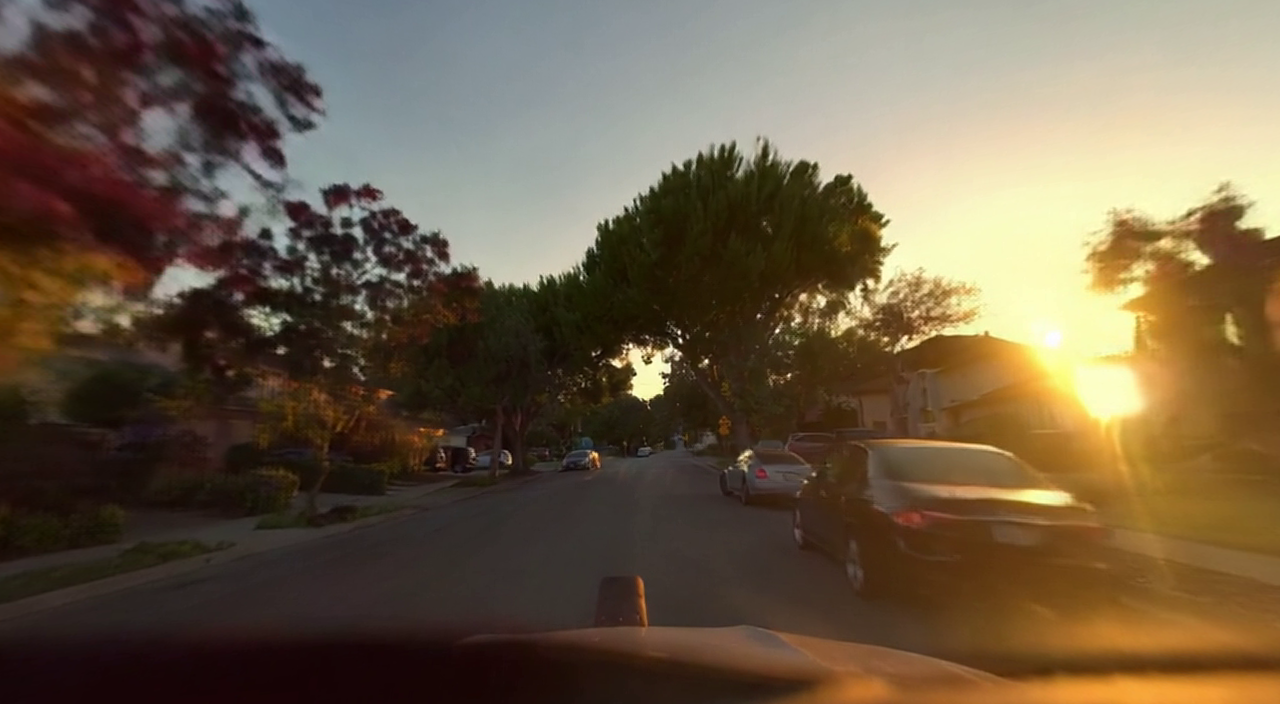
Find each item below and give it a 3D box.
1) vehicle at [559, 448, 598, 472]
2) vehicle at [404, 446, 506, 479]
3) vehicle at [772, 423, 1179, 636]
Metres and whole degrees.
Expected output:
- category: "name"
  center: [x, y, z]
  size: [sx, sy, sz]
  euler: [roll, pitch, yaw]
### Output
- category: "vehicle"
  center: [-4.012, 7.156, 42.001]
  size: [1.987, 1.459, 4.473]
  euler: [-1, -9, 3]
- category: "vehicle"
  center: [-9.991, 5.978, 34.403]
  size: [4.933, 1.547, 2.125]
  euler: [-2, -8, 0]
- category: "vehicle"
  center: [2.852, 1.605, 6.826]
  size: [2.022, 1.483, 4.565]
  euler: [0, -9, 2]
